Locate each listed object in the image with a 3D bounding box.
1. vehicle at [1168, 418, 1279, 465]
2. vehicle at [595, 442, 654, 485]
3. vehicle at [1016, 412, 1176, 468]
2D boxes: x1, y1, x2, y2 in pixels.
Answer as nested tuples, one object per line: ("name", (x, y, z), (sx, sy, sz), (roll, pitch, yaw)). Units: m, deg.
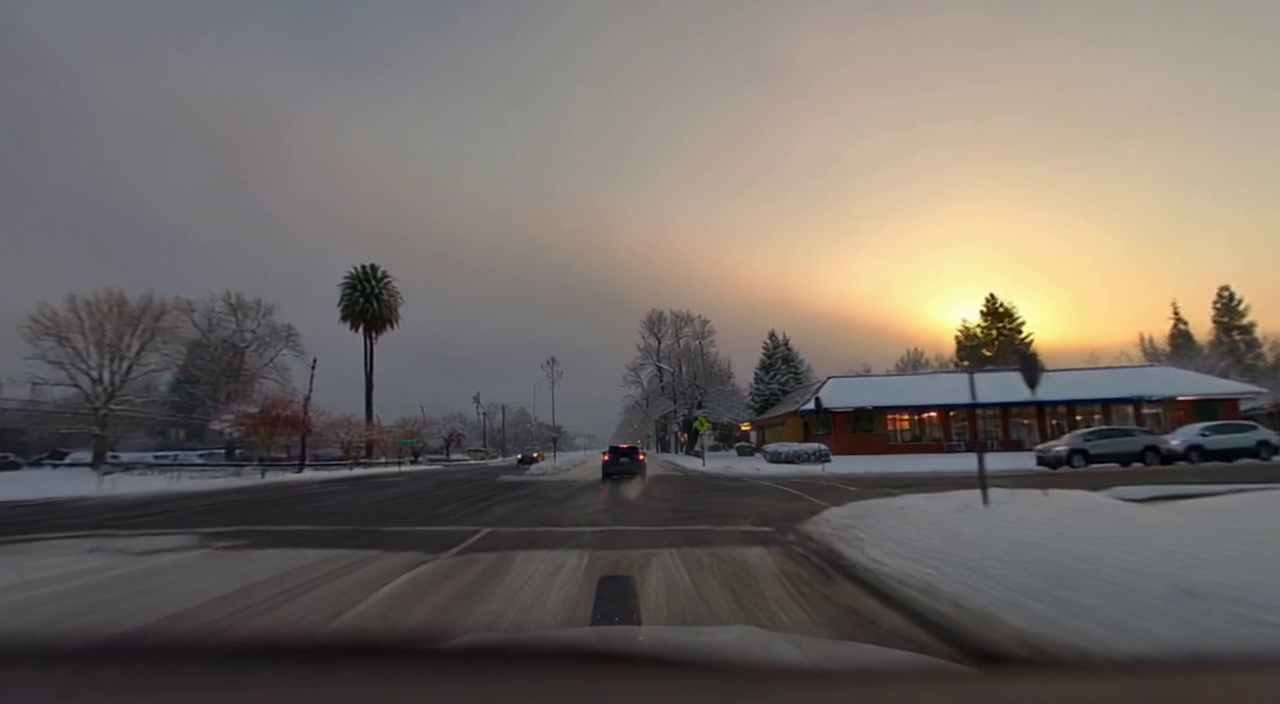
("vehicle", (24.699, 3.709, 26.129), (4.025, 1.827, 1.852), (0, -9, -2))
("vehicle", (-0.568, 4.215, 24.189), (2.076, 1.486, 4.119), (0, -9, -1))
("vehicle", (18.565, 3.634, 25.934), (4.747, 2.178, 2.336), (1, -9, -3))
